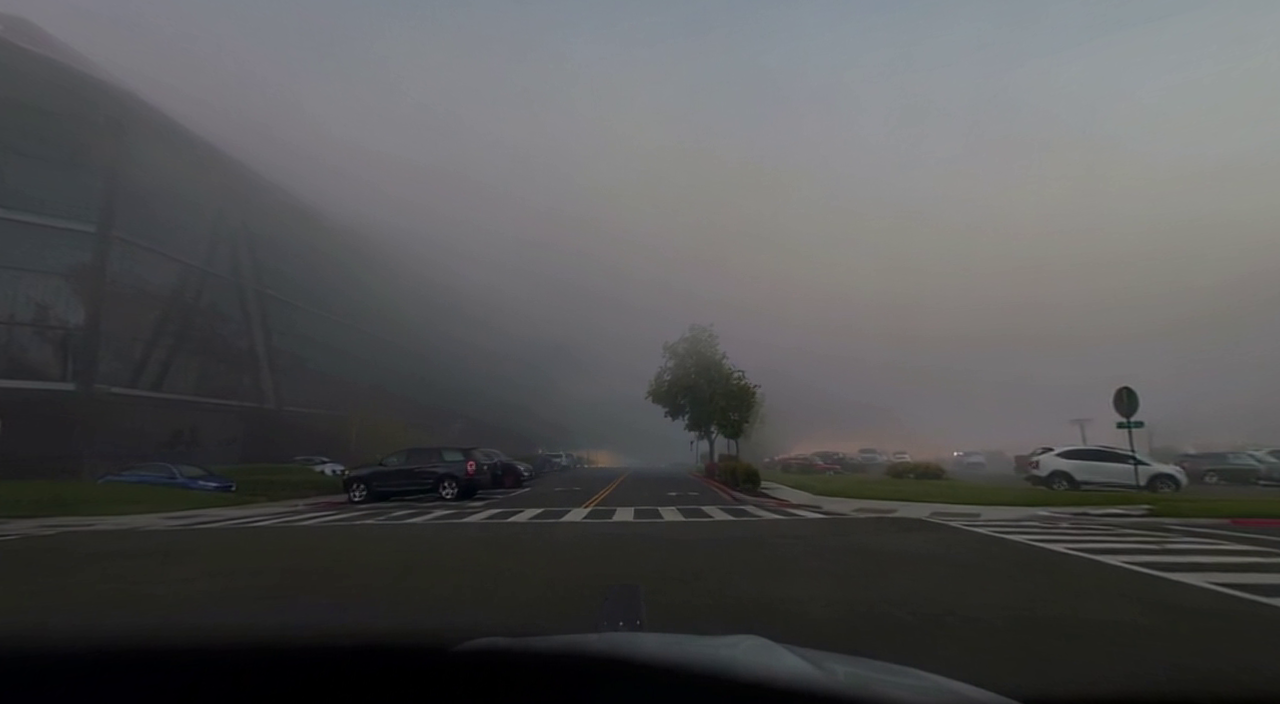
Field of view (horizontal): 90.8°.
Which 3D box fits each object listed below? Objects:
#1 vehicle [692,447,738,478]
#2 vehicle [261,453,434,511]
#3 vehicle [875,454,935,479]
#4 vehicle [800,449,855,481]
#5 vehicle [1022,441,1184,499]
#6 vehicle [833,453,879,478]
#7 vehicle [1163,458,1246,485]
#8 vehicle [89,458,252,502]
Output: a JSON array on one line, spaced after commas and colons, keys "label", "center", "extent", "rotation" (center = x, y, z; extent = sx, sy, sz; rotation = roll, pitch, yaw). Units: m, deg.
[{"label": "vehicle", "center": [4.545, 6.822, 39.311], "extent": [2.262, 1.794, 5.331], "rotation": [0, -8, 1]}, {"label": "vehicle", "center": [-8.674, 3.827, 18.958], "extent": [4.442, 1.504, 1.809], "rotation": [4, -10, -27]}, {"label": "vehicle", "center": [17.089, 7.386, 40.973], "extent": [1.971, 1.478, 4.477], "rotation": [0, -8, 1]}, {"label": "vehicle", "center": [10.518, 6.348, 35.769], "extent": [1.936, 1.673, 4.305], "rotation": [0, -8, 2]}, {"label": "vehicle", "center": [16.476, 4.188, 22.928], "extent": [2.048, 1.852, 4.998], "rotation": [0, -9, 0]}, {"label": "vehicle", "center": [14.197, 7.445, 41.651], "extent": [1.935, 1.477, 3.719], "rotation": [-1, -9, 4]}, {"label": "vehicle", "center": [31.251, 6.584, 35.057], "extent": [1.519, 1.371, 3.278], "rotation": [0, -8, 0]}, {"label": "vehicle", "center": [-16.552, 4.502, 22.409], "extent": [4.331, 1.437, 1.876], "rotation": [0, -9, 3]}]
